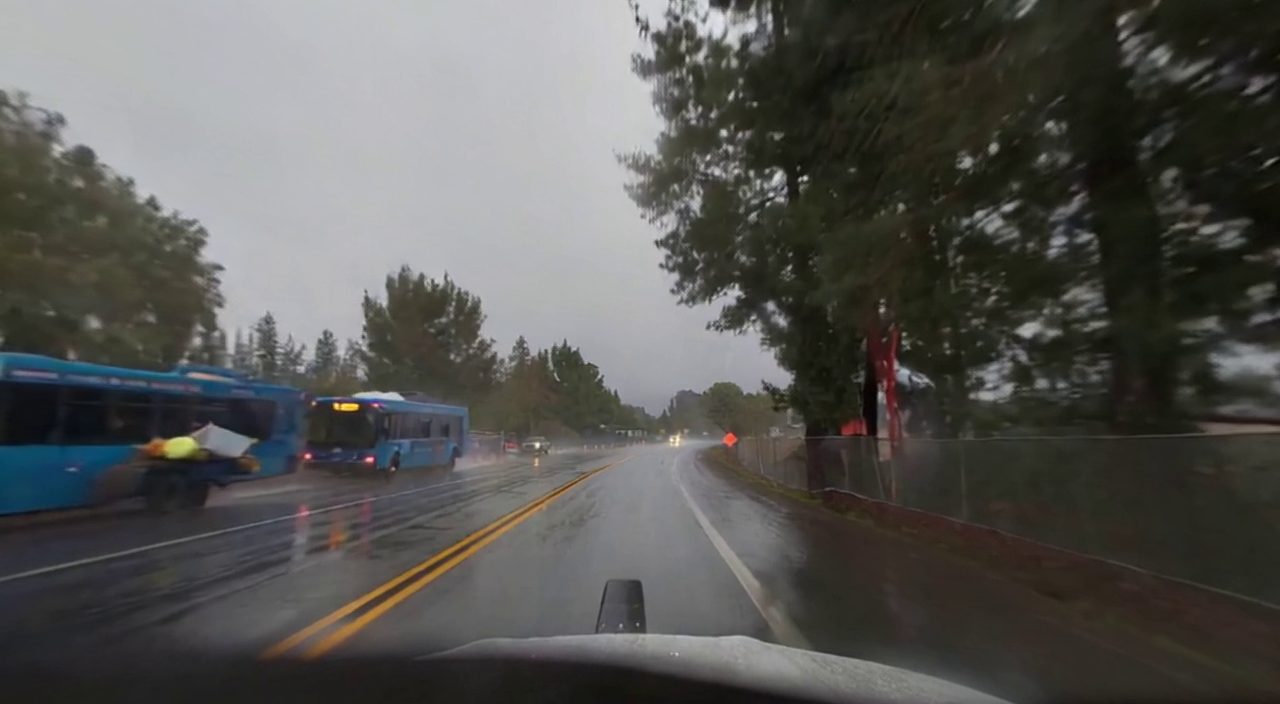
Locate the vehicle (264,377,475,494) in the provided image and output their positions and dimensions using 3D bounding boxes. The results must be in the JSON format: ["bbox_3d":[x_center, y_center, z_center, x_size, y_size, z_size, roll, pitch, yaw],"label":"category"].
[{"bbox_3d":[-10.344,3.445,26.470,3.092,3.562,12.230,-4,-7,2],"label":"vehicle"}]

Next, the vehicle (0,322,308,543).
[{"bbox_3d":[-10.861,1.557,11.851,3.057,3.290,9.617,-2,-8,7],"label":"vehicle"}]
